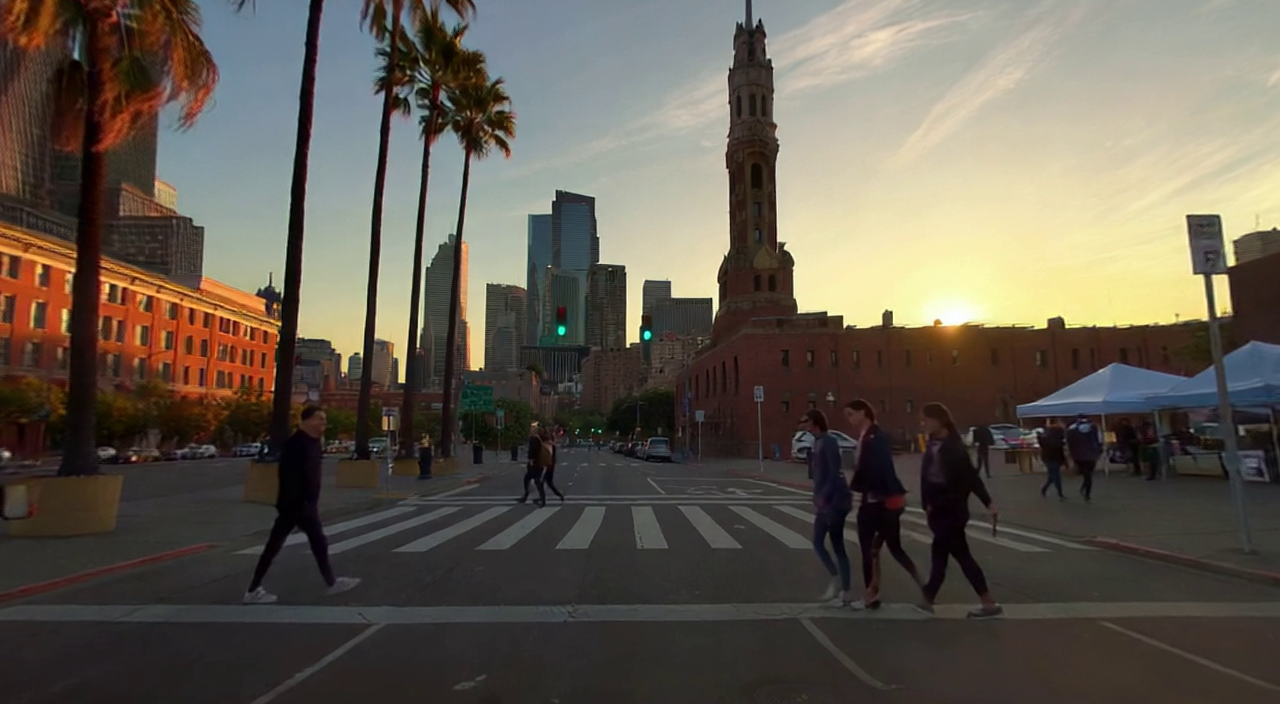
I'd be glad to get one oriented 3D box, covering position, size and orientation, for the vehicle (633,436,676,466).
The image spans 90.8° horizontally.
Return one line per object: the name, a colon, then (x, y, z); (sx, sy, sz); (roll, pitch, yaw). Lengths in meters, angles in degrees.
vehicle: (0.981, 7.279, 46.553); (2.322, 2.071, 5.366); (1, -9, -9)
